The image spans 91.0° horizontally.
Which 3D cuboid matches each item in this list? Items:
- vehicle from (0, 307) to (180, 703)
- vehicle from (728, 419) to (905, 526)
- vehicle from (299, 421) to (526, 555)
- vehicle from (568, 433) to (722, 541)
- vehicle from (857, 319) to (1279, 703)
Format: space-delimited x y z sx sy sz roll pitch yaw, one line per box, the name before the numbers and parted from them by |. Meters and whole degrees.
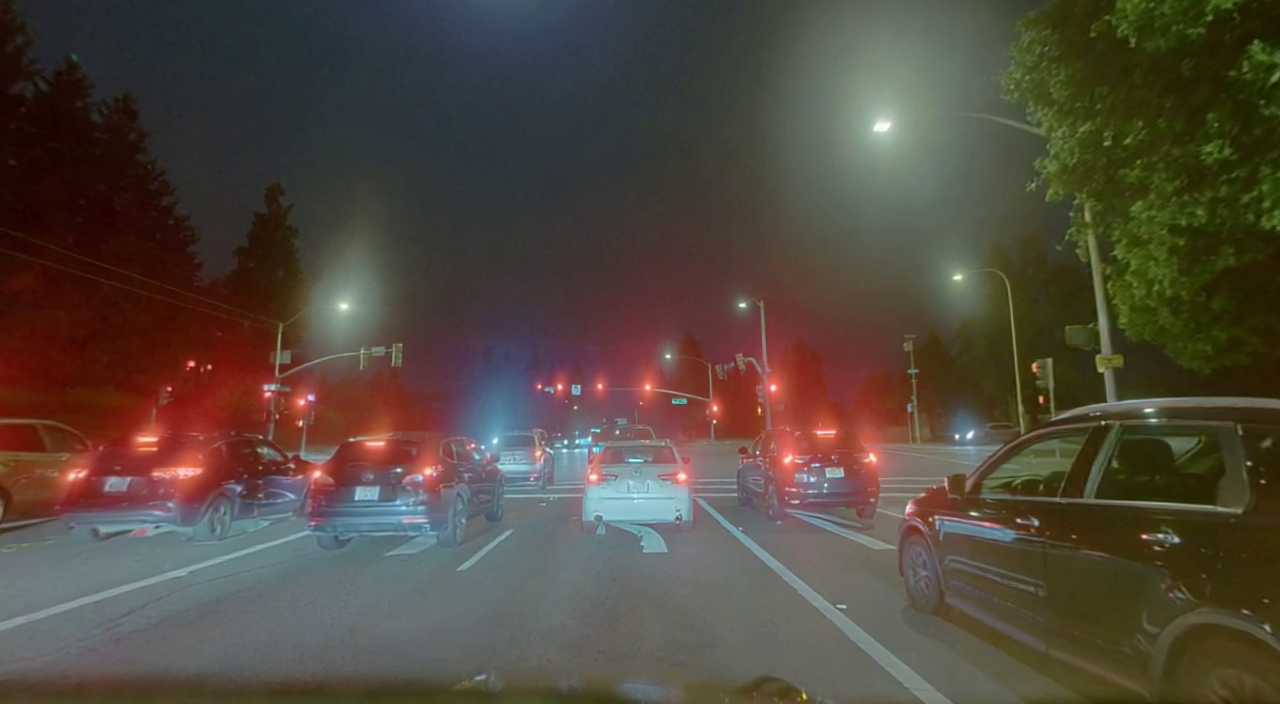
vehicle | -3.208 0.499 0.616 2.079 1.756 4.676 0 -8 -2
vehicle | 3.082 2.199 12.048 2.106 1.667 4.101 0 -8 -1
vehicle | -3.063 1.915 9.613 1.896 1.546 4.378 0 -8 -1
vehicle | -0.003 2.098 10.424 2.076 1.438 3.770 0 -8 -2
vehicle | 3.150 0.980 3.746 2.074 1.685 4.387 0 -8 -1
